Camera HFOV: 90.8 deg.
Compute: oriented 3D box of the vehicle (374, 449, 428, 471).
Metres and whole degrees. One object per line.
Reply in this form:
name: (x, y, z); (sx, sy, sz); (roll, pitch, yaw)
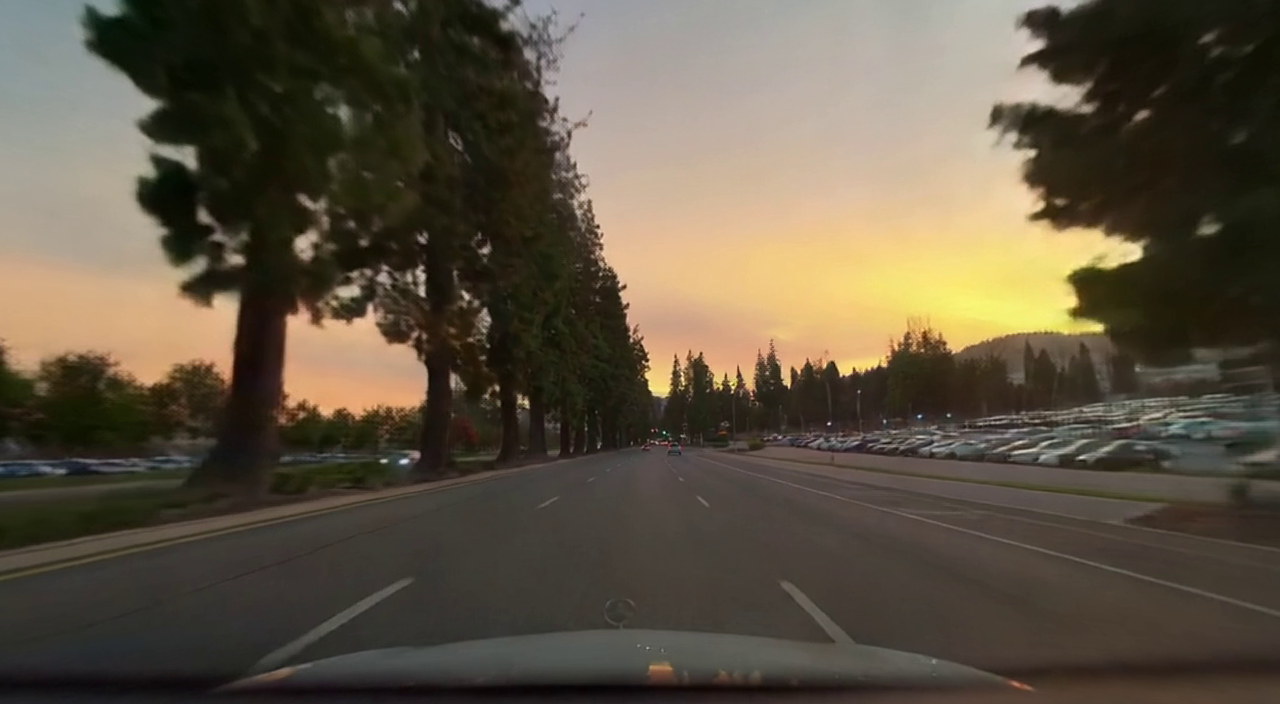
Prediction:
vehicle: (-17.141, 7.752, 45.565); (1.907, 1.483, 4.643); (0, -8, 2)
